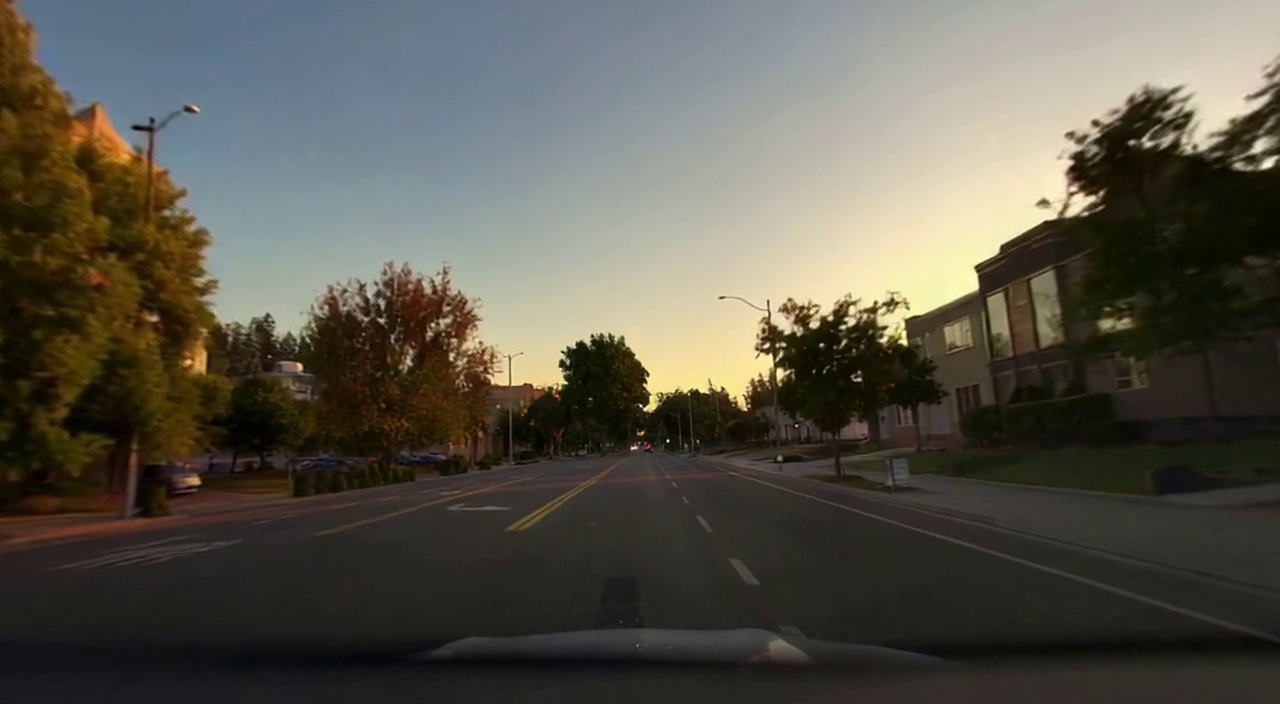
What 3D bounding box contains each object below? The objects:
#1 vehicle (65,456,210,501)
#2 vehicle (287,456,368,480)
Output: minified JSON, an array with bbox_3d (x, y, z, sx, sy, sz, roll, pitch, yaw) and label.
[{"bbox_3d":[-21.454,5.412,27.120,4.530,1.759,1.943,-1,-9,1],"label":"vehicle"},{"bbox_3d":[-21.586,8.019,43.783,1.859,1.461,4.646,-9,-12,44],"label":"vehicle"}]
